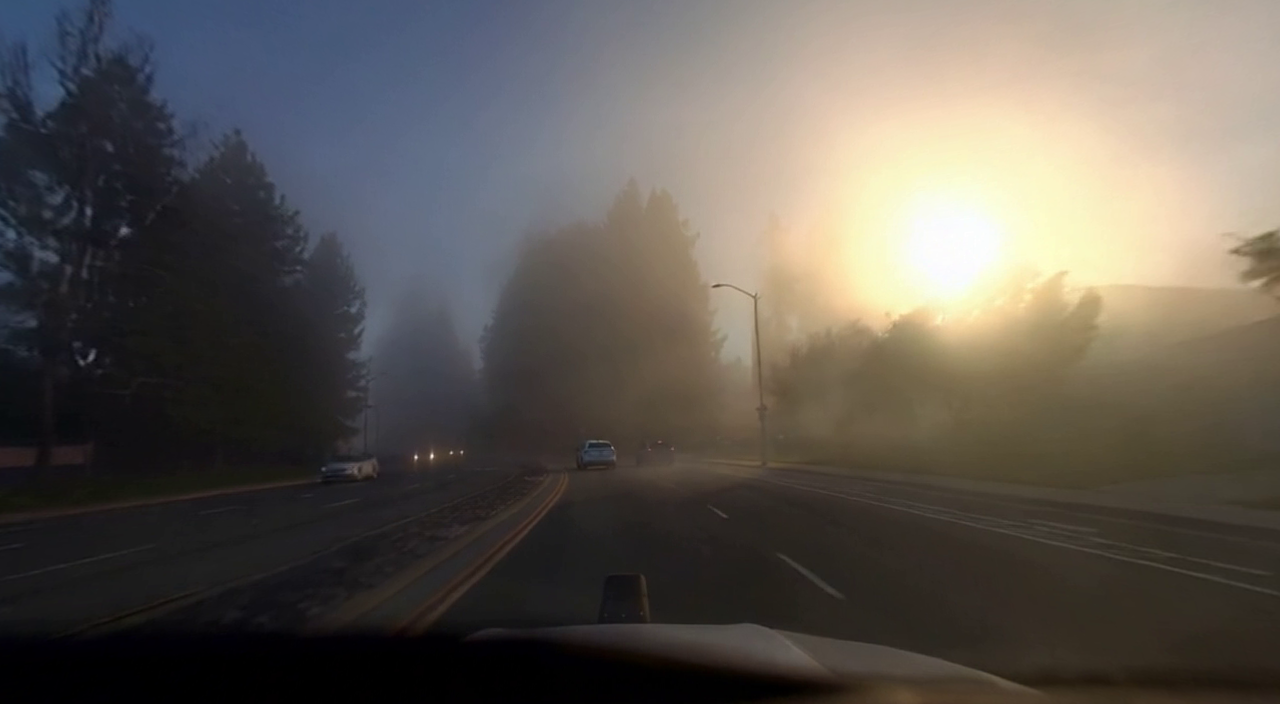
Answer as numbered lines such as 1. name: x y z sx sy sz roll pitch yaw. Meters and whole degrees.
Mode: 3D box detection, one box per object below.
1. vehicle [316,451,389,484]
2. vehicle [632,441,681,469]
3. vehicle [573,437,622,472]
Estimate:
1. vehicle: -14.421 5.782 31.791 1.924 1.481 4.727 1 -8 -7
2. vehicle: 0.864 5.972 36.525 1.915 1.495 4.880 1 -9 -10
3. vehicle: -2.369 5.510 33.955 2.165 1.783 4.391 2 -9 -10
